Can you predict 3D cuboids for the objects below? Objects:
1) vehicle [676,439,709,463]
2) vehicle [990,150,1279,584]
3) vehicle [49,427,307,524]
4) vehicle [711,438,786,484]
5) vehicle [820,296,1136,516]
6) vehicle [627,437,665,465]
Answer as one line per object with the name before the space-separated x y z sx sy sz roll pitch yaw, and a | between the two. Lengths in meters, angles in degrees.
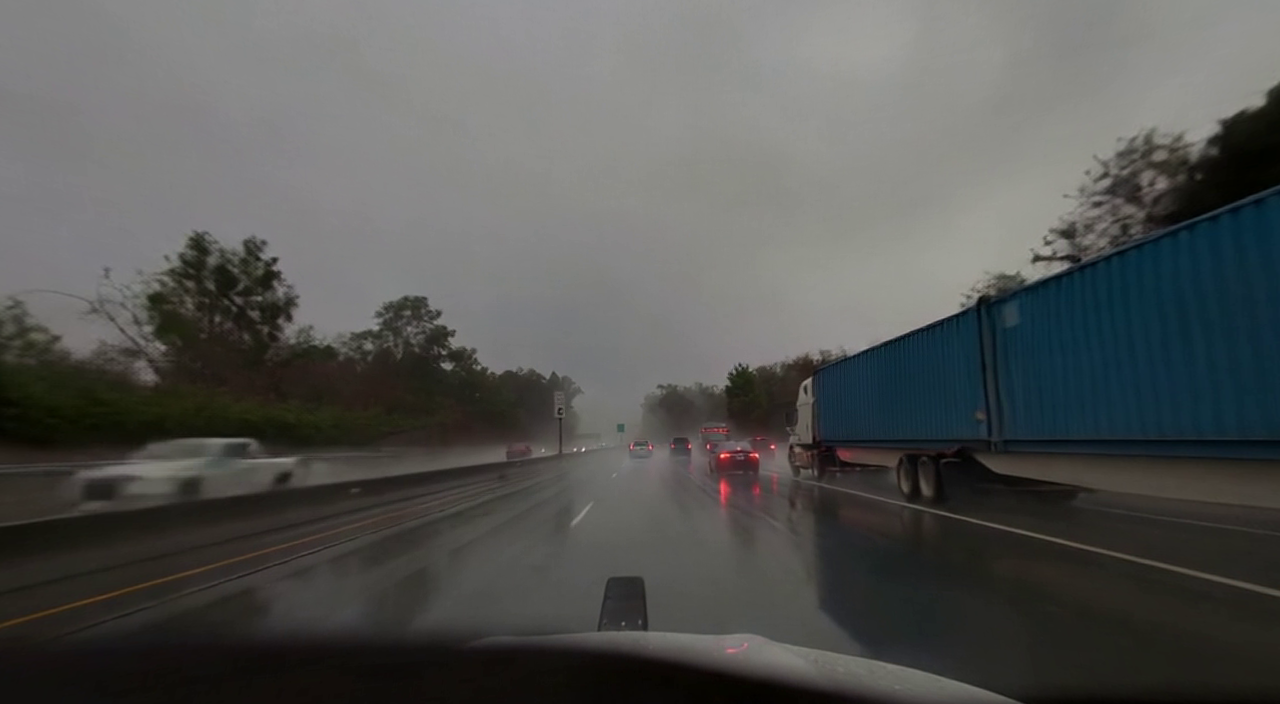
vehicle | 3.919 7.440 47.247 2.084 1.668 4.511 0 -8 0
vehicle | 7.351 0.138 5.823 2.784 4.002 9.298 0 -8 0
vehicle | -9.811 2.630 14.004 2.121 1.775 4.656 0 -8 1
vehicle | 3.817 3.913 22.949 1.888 1.501 4.608 0 -8 0
vehicle | 7.366 1.599 15.961 2.752 3.975 9.319 0 -8 0
vehicle | 0.412 6.471 41.126 2.313 1.736 4.215 0 -8 1
